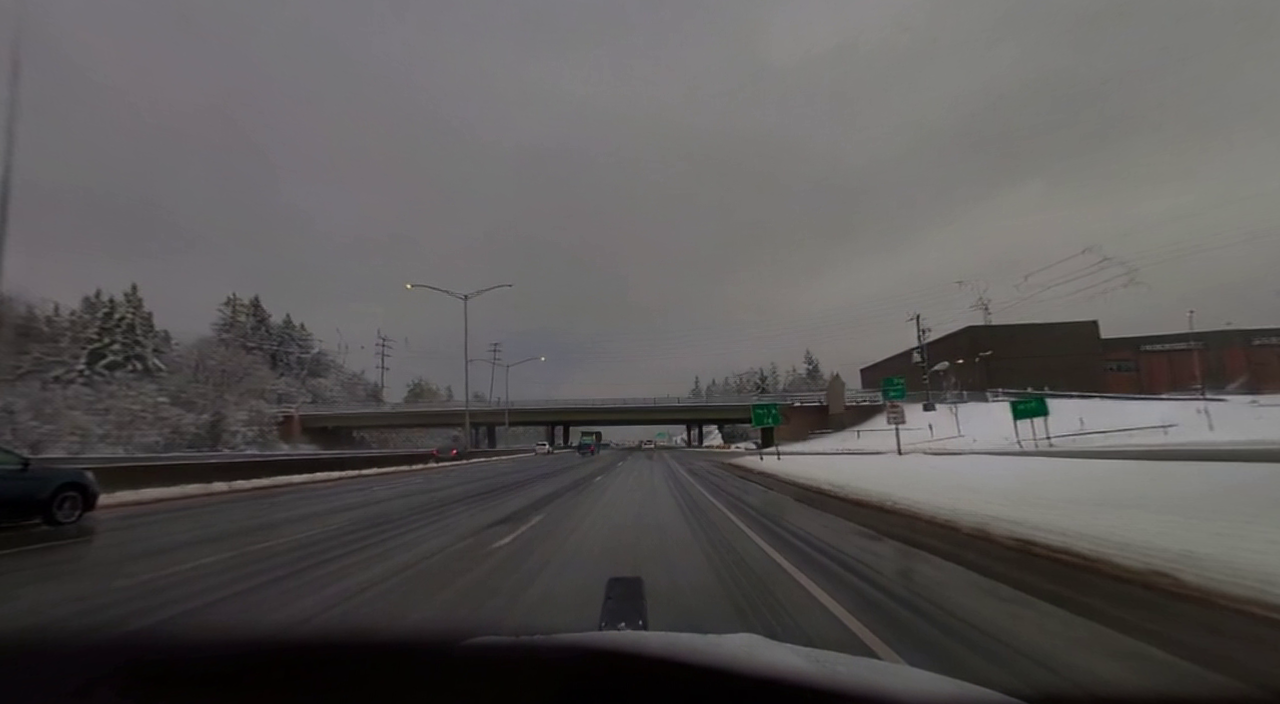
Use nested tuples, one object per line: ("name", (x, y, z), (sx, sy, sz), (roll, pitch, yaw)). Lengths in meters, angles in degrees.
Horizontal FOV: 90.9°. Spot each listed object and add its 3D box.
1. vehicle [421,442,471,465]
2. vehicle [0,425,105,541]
("vehicle", (-13.527, 7.093, 44.210), (1.988, 1.477, 4.442), (0, -8, 1))
("vehicle", (-10.312, 1.801, 8.502), (2.122, 1.655, 4.533), (0, -8, 1))
